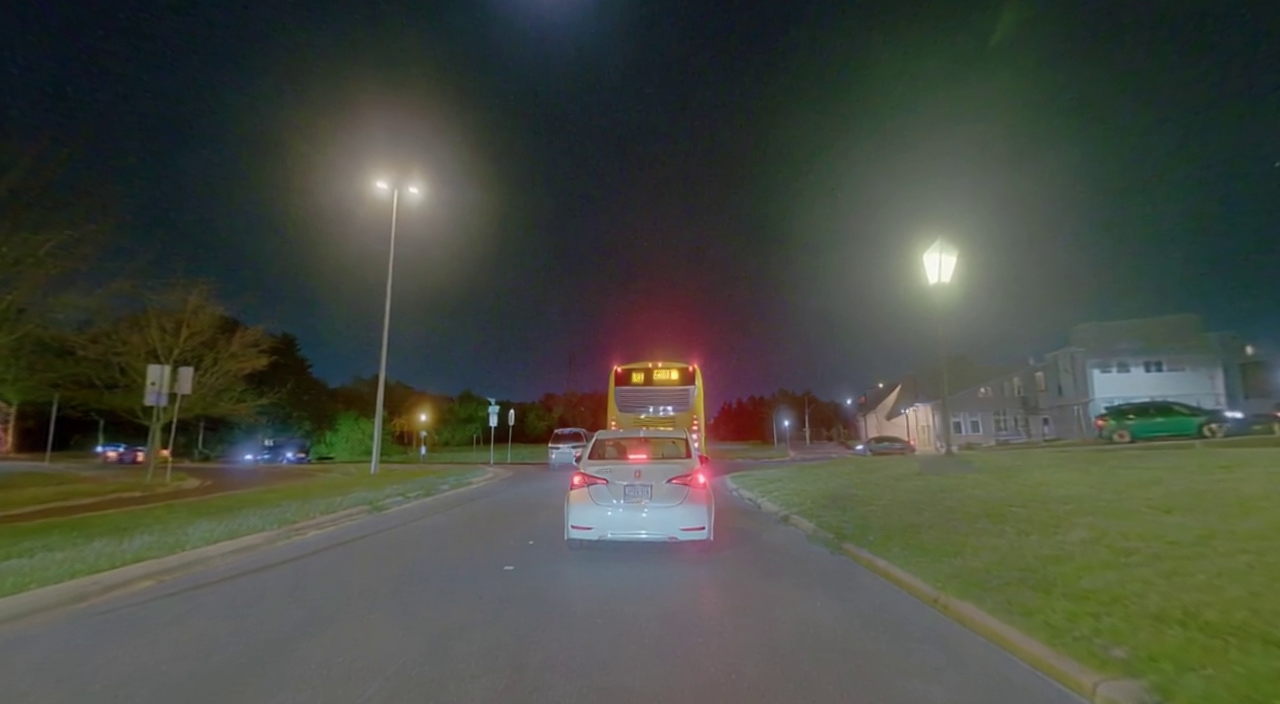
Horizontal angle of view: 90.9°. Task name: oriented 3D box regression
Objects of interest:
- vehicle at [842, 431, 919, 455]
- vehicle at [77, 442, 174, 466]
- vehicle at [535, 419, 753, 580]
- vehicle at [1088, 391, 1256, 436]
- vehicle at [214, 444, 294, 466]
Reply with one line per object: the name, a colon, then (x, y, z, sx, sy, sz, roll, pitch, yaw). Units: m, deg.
vehicle: (15.785, 6.001, 41.407, 4.422, 1.457, 1.882, -5, -10, 29)
vehicle: (-32.010, 6.336, 39.337, 4.473, 1.442, 1.743, 7, -11, -38)
vehicle: (0.061, 1.666, 7.879, 2.020, 1.478, 3.922, 0, -8, 1)
vehicle: (19.664, 2.375, 23.483, 1.781, 1.458, 4.359, 6, -10, -35)
vehicle: (-25.905, 6.920, 42.453, 4.403, 1.422, 1.697, 4, -9, -26)
